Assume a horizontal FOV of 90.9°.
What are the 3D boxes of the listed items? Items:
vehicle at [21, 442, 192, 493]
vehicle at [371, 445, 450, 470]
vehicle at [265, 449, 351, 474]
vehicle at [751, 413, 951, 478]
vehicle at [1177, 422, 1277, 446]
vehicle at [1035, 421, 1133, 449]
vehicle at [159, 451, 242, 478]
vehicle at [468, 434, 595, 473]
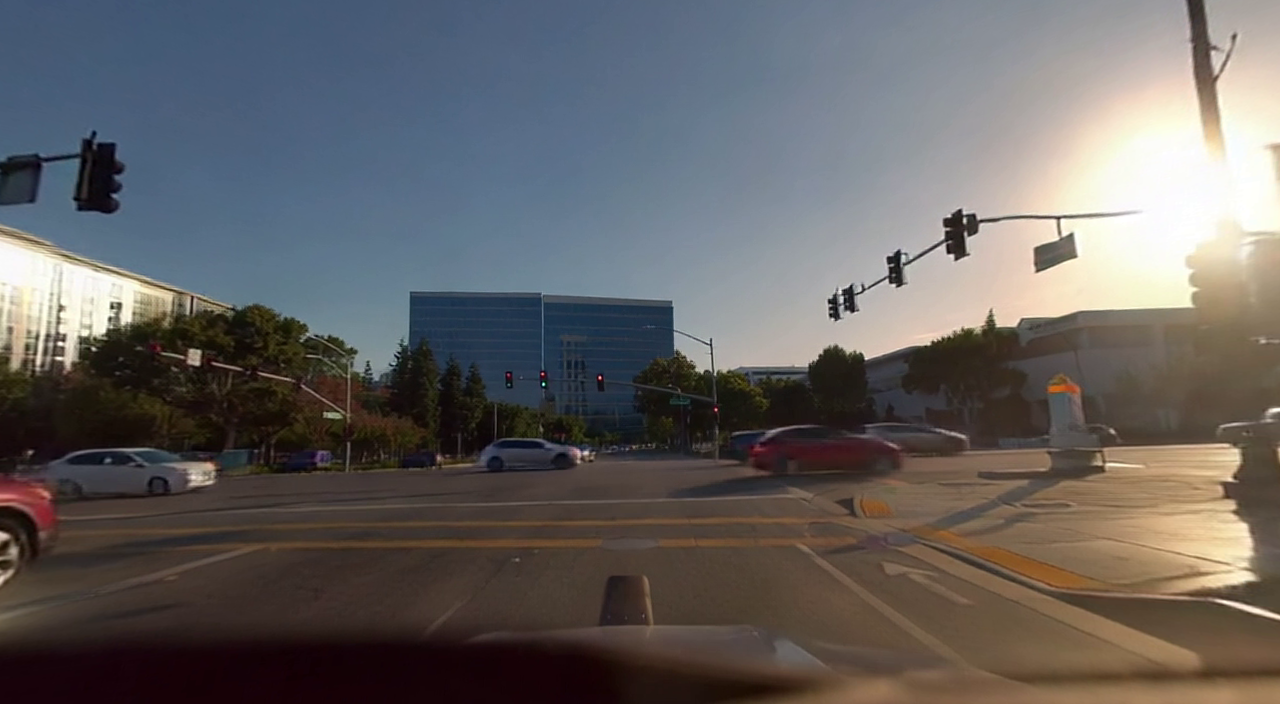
[{"bbox_3d":[-20.032,4.336,23.808,4.673,1.740,2.150,-2,-9,5],"label":"vehicle"},{"bbox_3d":[-16.696,7.700,46.018,4.939,1.770,2.001,-1,-9,5],"label":"vehicle"},{"bbox_3d":[-20.612,6.816,39.201,4.459,1.477,1.754,-1,-9,5],"label":"vehicle"},{"bbox_3d":[5.632,2.600,17.440,4.865,1.663,1.962,-1,-9,6],"label":"vehicle"},{"bbox_3d":[37.616,5.304,40.464,4.377,1.491,1.734,-1,-9,6],"label":"vehicle"},{"bbox_3d":[26.606,4.989,37.872,4.397,1.582,1.820,-1,-9,5],"label":"vehicle"},{"bbox_3d":[-30.324,7.772,43.576,4.466,1.767,1.839,-1,-9,6],"label":"vehicle"},{"bbox_3d":[-4.379,4.167,25.909,4.793,1.473,1.878,-1,-9,6],"label":"vehicle"}]
